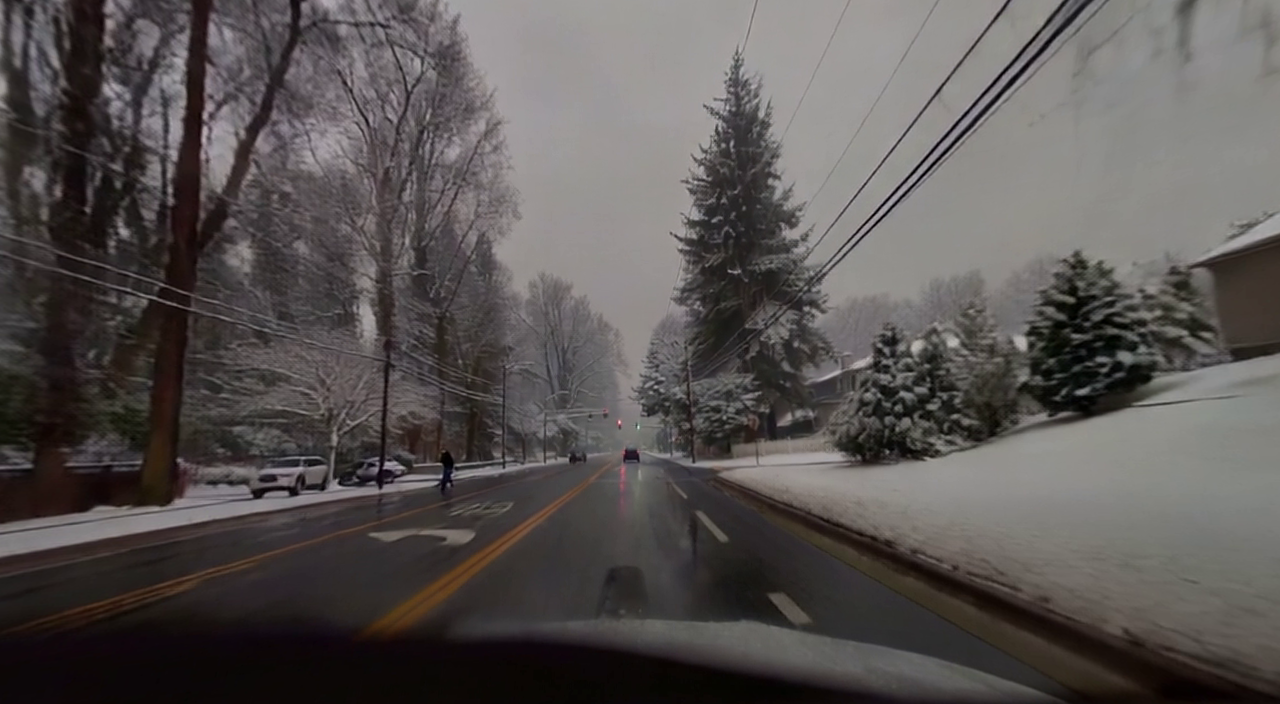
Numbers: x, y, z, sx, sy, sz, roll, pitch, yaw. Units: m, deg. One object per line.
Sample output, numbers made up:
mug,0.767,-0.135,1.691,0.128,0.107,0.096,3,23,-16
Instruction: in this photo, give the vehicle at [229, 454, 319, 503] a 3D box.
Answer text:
vehicle,-16.671,5.720,29.157,2.378,1.922,5.801,1,-9,-18

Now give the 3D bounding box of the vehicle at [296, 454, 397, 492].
vehicle,-16.159,6.666,35.049,2.043,1.803,4.631,-12,-13,37

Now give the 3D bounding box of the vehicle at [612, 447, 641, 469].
vehicle,-0.995,7.893,47.151,2.104,1.500,3.815,0,-9,-1
